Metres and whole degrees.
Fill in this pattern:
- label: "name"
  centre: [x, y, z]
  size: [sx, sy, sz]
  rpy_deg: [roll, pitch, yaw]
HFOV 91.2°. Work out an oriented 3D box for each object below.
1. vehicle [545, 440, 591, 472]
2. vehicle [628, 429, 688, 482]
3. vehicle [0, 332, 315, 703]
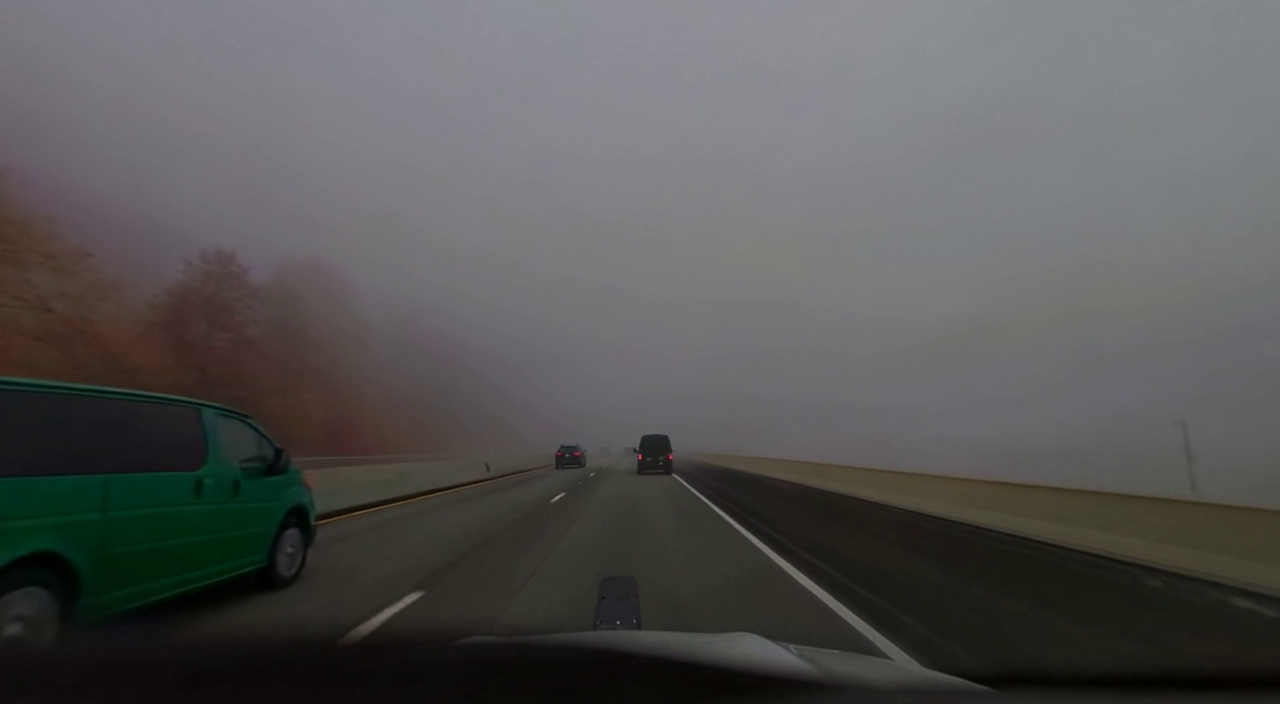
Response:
- label: "vehicle"
  centre: [-3.947, 5.816, 35.192]
  size: [2.088, 1.688, 4.365]
  rpy_deg: [0, -9, -1]
- label: "vehicle"
  centre: [0.635, 4.192, 25.606]
  size: [2.179, 1.930, 4.538]
  rpy_deg: [0, -9, -2]
- label: "vehicle"
  centre: [-3.943, 0.939, 3.638]
  size: [2.021, 1.790, 3.907]
  rpy_deg: [0, -9, -1]
